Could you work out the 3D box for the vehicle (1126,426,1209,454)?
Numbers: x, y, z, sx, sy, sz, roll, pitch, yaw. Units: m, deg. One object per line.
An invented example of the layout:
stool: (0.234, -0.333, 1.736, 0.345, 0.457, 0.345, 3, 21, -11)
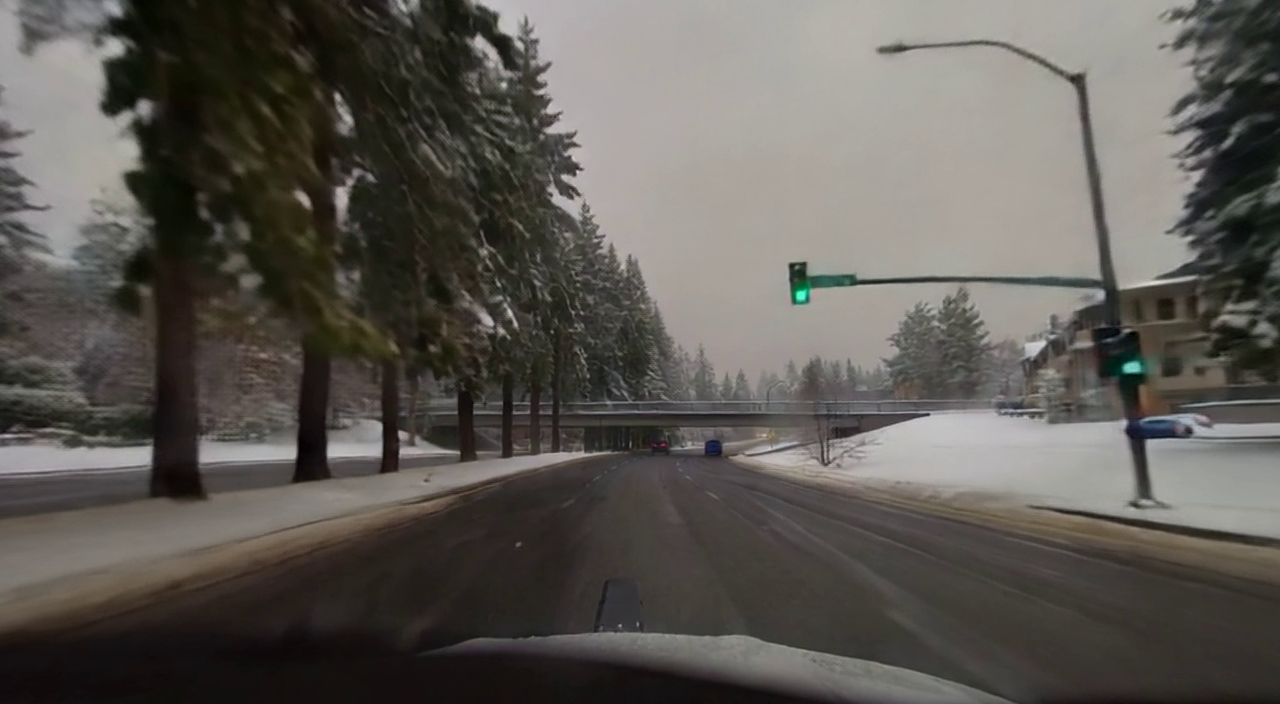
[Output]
vehicle: (30.749, 5.140, 36.874, 3.366, 1.397, 1.537, -2, -11, -2)
